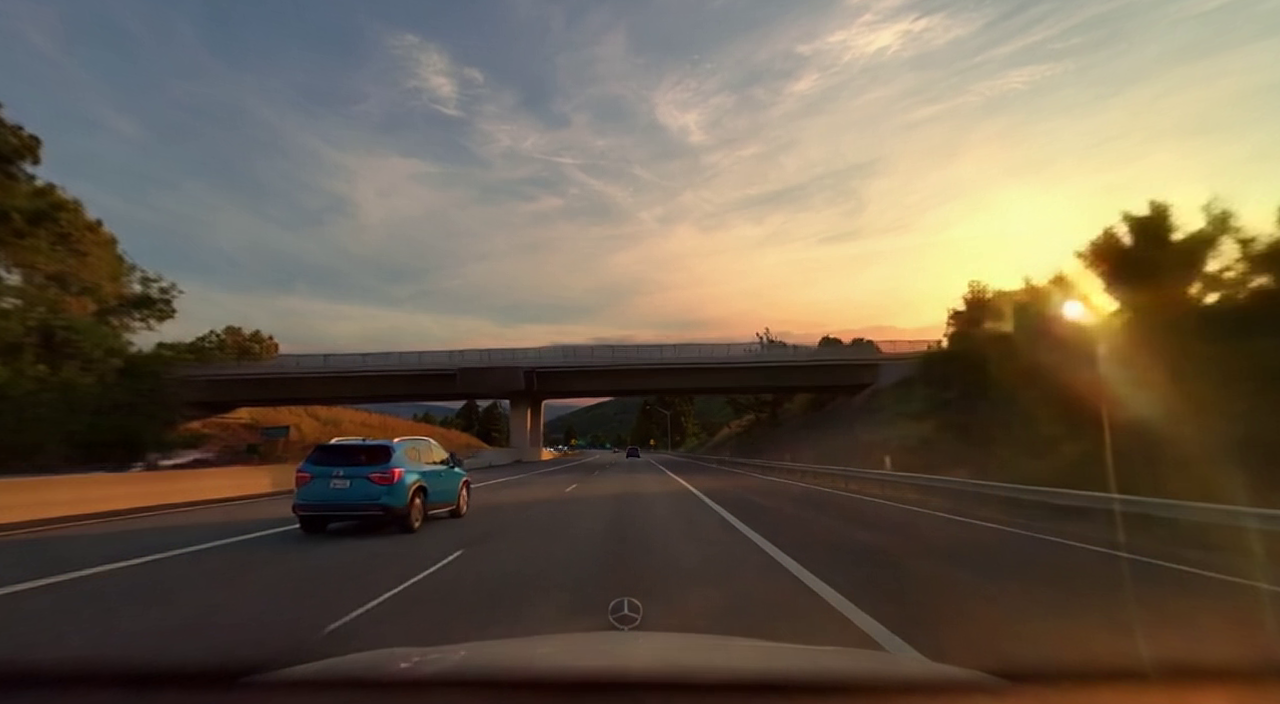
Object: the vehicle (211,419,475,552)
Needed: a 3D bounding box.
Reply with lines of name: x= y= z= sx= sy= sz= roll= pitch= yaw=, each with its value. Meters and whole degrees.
vehicle: x=-4.601 y=2.143 z=10.843 sx=2.221 sy=1.750 sz=4.706 roll=0 pitch=-9 yaw=0
